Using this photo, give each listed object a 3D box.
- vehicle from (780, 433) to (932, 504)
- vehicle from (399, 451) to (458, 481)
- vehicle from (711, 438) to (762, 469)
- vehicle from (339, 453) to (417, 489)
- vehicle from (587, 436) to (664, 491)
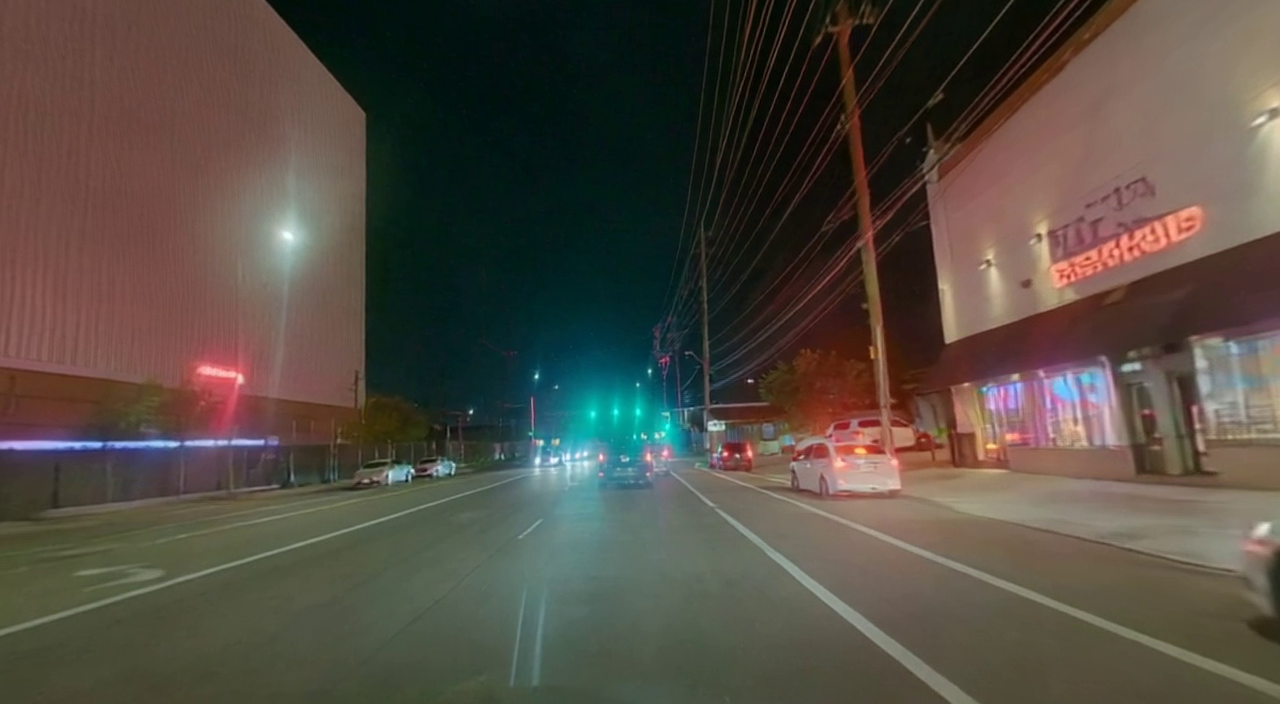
[{"bbox_3d":[5.056,2.795,15.606,1.987,1.459,4.677,0,-8,-2],"label":"vehicle"},{"bbox_3d":[-11.655,6.282,35.075,1.817,1.480,4.282,0,-8,-1],"label":"vehicle"},{"bbox_3d":[5.088,5.438,33.989,1.937,1.523,4.541,0,-8,-1],"label":"vehicle"},{"bbox_3d":[-11.870,5.391,28.969,1.828,1.457,4.371,0,-8,-2],"label":"vehicle"},{"bbox_3d":[-0.422,3.352,19.323,2.116,1.479,3.980,0,-8,-1],"label":"vehicle"}]
